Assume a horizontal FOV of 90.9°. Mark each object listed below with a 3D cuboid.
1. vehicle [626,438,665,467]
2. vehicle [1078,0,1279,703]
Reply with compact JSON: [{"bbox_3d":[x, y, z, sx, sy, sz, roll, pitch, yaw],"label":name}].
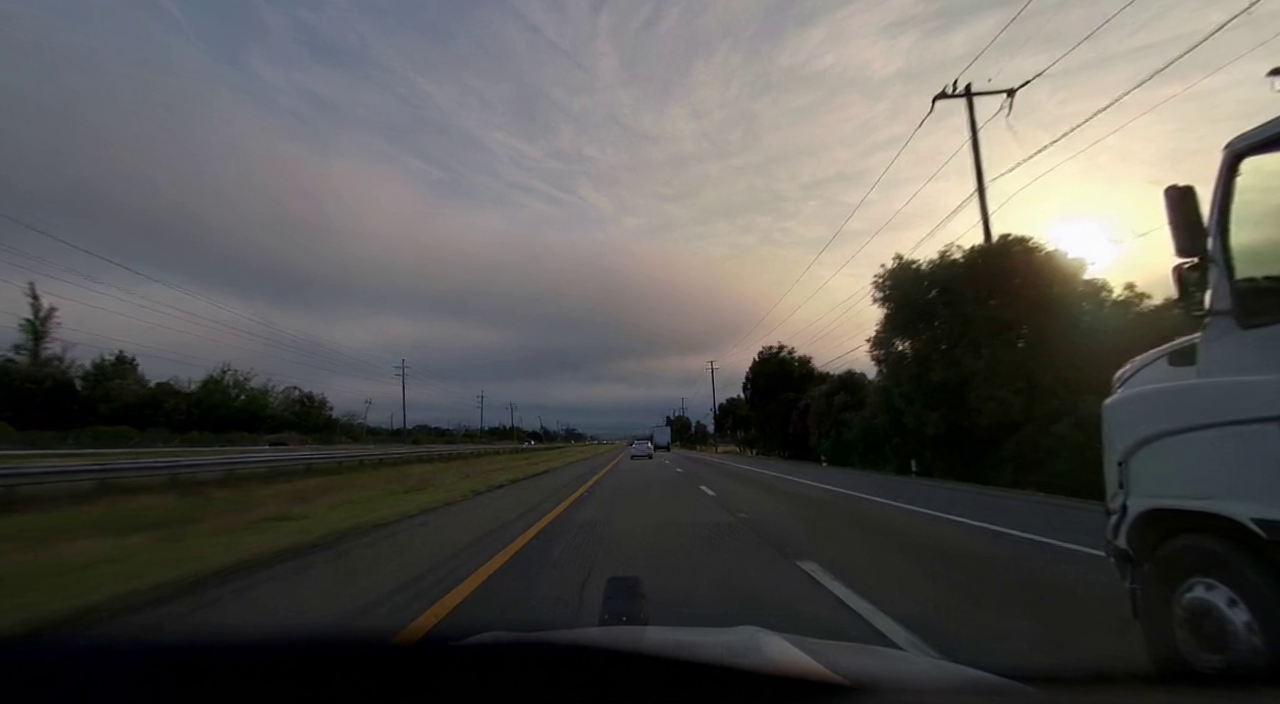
[{"bbox_3d":[0.290,5.937,37.453,2.192,1.556,4.132,0,-8,0],"label":"vehicle"},{"bbox_3d":[4.335,-0.583,0.526,3.182,4.424,6.324,-1,-8,1],"label":"vehicle"}]
